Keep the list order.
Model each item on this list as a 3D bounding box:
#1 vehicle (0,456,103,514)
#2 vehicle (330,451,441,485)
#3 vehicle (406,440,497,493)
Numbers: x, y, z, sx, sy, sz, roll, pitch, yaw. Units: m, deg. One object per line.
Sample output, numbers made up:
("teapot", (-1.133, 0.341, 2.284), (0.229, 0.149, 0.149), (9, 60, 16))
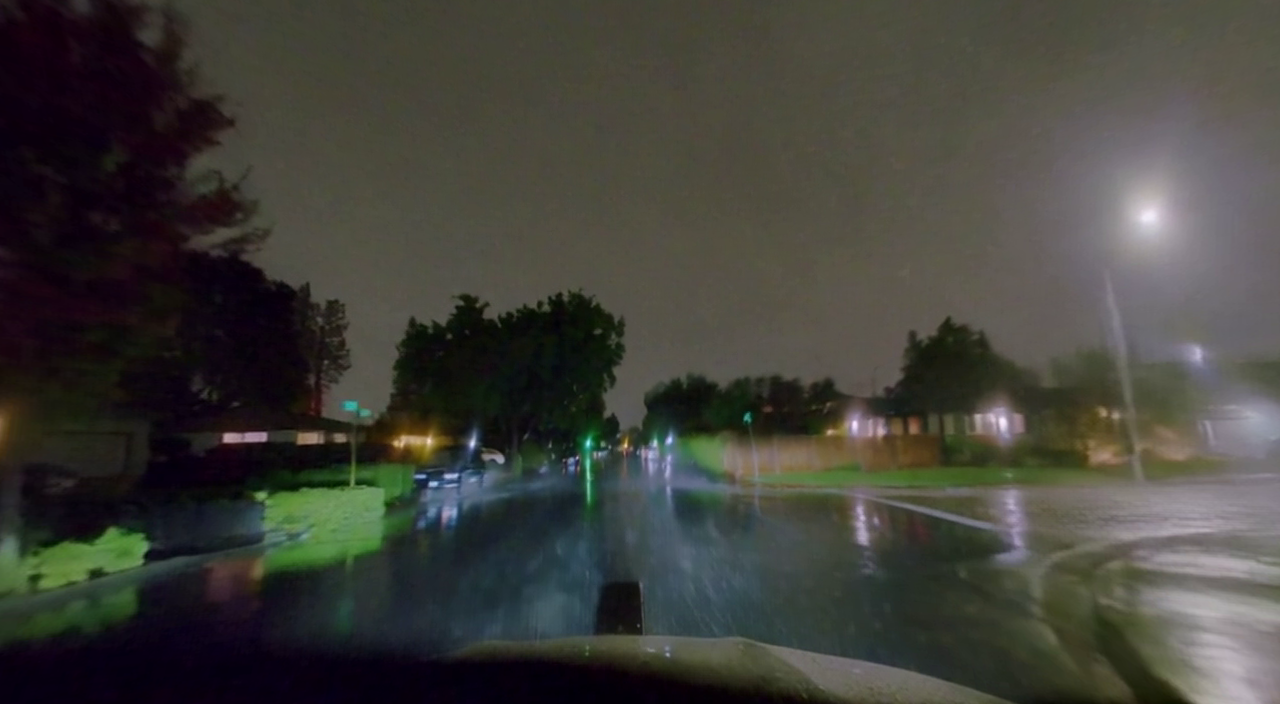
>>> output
("vehicle", (-17.998, 3.677, 17.723), (4.147, 1.423, 1.875), (0, -7, 0))
("vehicle", (-12.433, 5.692, 31.090), (4.538, 1.578, 2.000), (0, -9, 1))
("vehicle", (-7.442, 4.628, 25.533), (2.091, 1.912, 4.598), (0, -10, 2))
